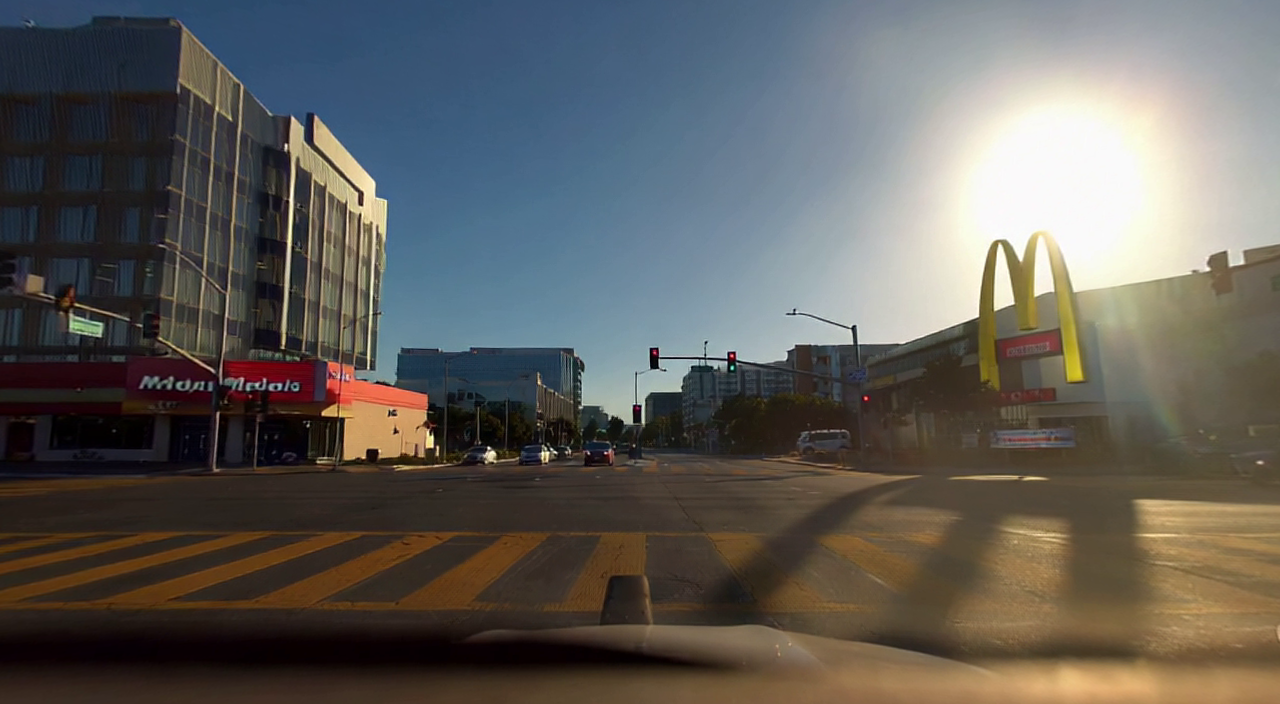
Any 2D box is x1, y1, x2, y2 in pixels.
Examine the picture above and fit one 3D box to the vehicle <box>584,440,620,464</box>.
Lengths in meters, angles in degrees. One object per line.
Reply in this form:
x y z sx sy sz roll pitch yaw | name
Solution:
-2.509 6.661 42.184 2.104 1.468 4.195 0 -8 1 | vehicle
